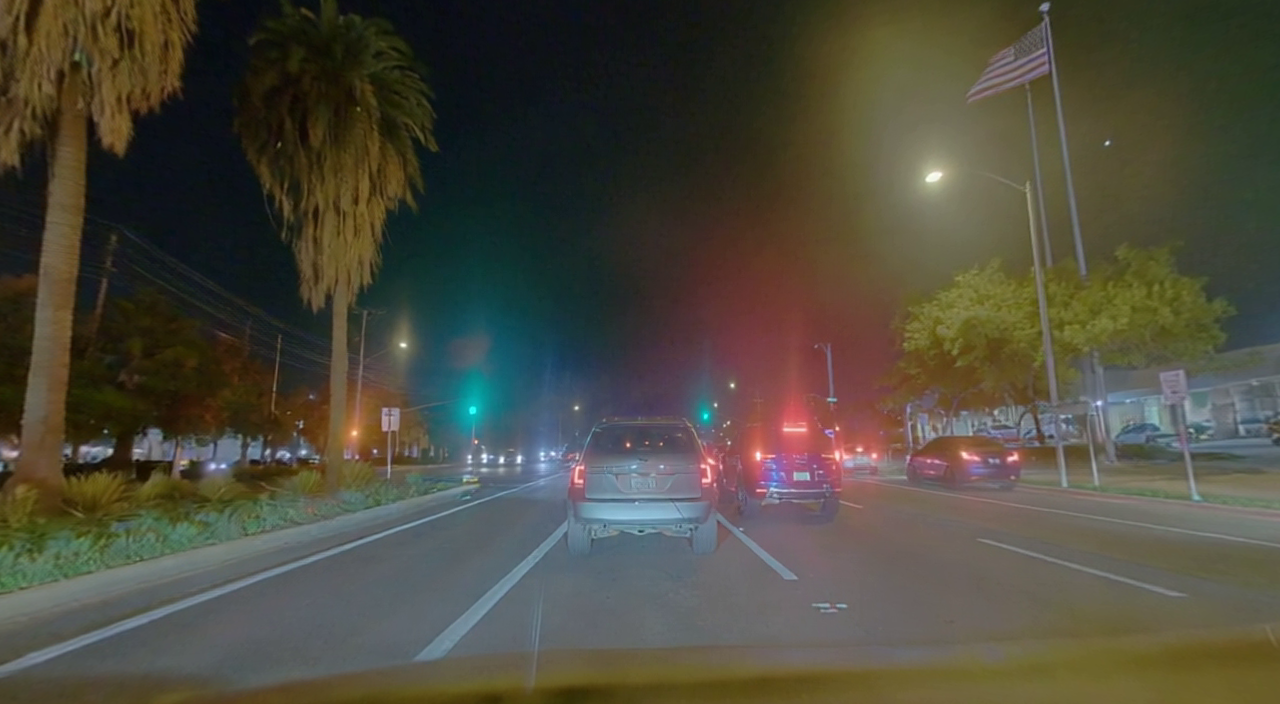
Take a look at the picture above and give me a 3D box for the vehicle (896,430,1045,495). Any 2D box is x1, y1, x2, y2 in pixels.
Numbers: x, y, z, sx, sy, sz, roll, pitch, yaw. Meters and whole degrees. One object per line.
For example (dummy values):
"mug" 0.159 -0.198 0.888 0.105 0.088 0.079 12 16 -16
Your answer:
"vehicle" 10.091 3.399 19.833 2.155 1.779 4.582 0 -9 0

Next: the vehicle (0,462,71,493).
"vehicle" -45.728 9.079 45.760 6.410 2.078 2.584 0 -9 0

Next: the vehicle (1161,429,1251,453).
"vehicle" 36.426 5.756 40.832 1.839 1.455 4.395 0 -9 2

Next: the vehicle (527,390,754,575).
"vehicle" -0.092 1.719 9.054 2.402 1.938 4.535 0 -9 -3

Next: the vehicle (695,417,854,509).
"vehicle" 3.249 2.918 17.151 2.773 2.021 6.212 0 -9 -2

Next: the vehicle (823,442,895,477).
"vehicle" 10.165 5.012 29.667 1.855 1.495 4.143 0 -9 -1
